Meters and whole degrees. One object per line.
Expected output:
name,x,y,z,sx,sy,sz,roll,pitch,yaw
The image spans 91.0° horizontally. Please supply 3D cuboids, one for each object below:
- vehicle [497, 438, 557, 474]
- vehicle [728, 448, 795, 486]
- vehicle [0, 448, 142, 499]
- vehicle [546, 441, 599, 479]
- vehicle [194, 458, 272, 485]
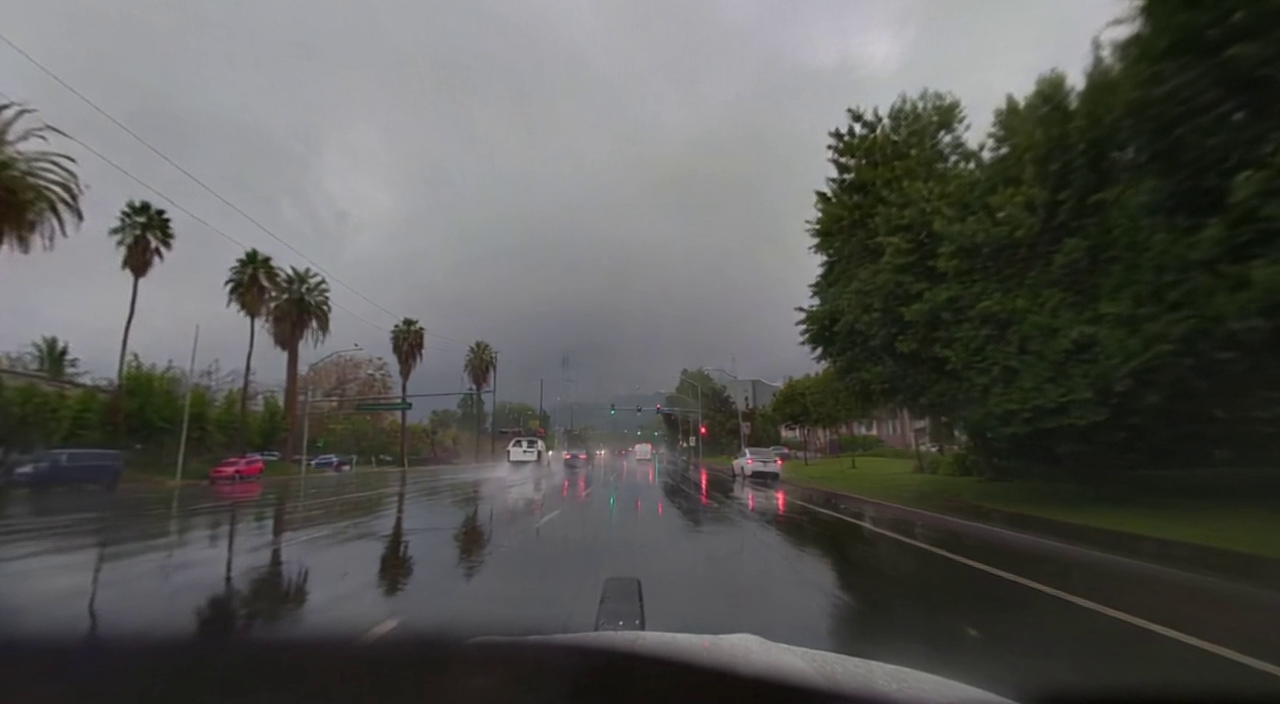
vehicle,-6.825,6.407,38.915,2.457,2.010,6.330,0,-9,1
vehicle,5.195,4.985,27.500,1.994,1.507,4.173,0,-9,-2
vehicle,-25.125,5.207,27.521,2.116,1.947,5.507,0,-9,0
vehicle,-3.393,5.572,32.600,2.116,1.806,4.516,0,-9,2
vehicle,-25.397,7.450,39.504,1.838,1.516,4.484,0,-9,1
